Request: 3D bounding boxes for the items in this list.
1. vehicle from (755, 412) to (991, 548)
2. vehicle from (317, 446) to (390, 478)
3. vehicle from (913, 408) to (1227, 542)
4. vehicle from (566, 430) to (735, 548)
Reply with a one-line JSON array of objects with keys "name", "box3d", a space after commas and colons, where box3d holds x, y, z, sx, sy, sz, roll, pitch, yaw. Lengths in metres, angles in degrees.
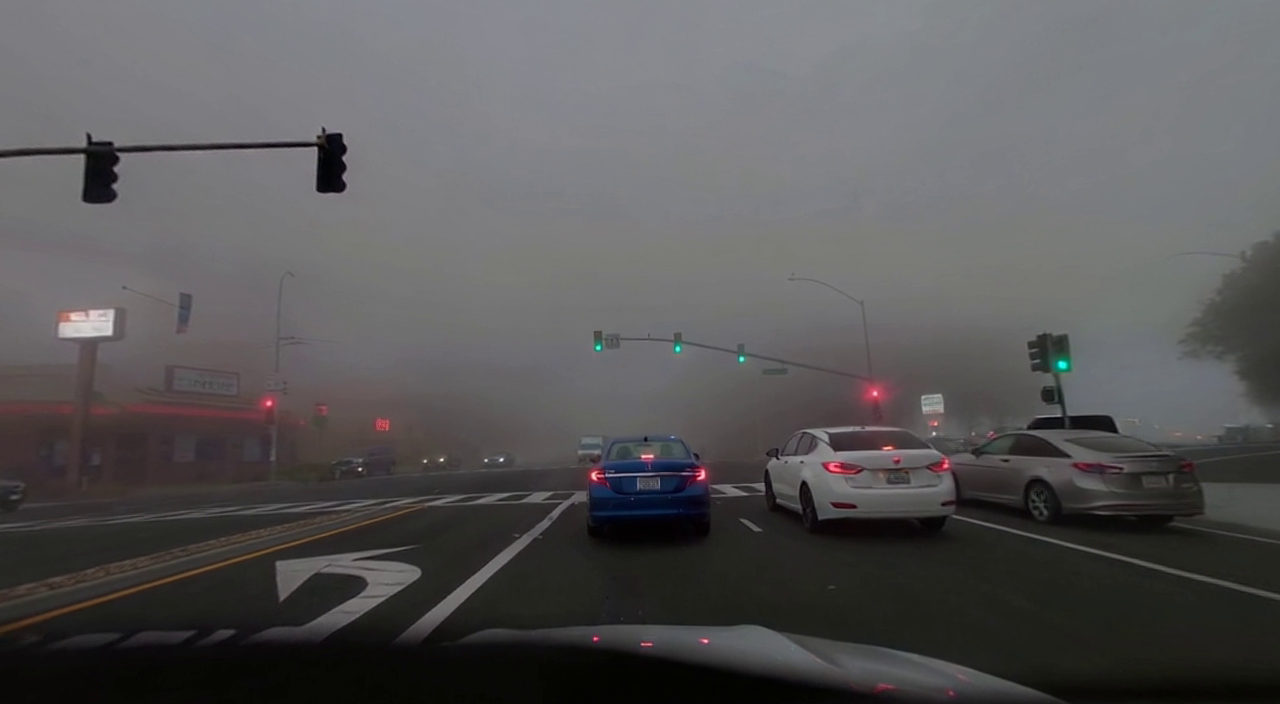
[{"name": "vehicle", "box3d": [3.272, 1.910, 10.105, 1.973, 1.633, 4.717, 0, -8, 0]}, {"name": "vehicle", "box3d": [-18.585, 7.138, 41.306, 2.324, 1.911, 5.610, 0, -8, -2]}, {"name": "vehicle", "box3d": [6.460, 1.898, 10.298, 2.009, 1.700, 4.275, 0, -8, -1]}, {"name": "vehicle", "box3d": [0.097, 2.035, 10.093, 2.135, 1.468, 4.076, 0, -8, -1]}]
